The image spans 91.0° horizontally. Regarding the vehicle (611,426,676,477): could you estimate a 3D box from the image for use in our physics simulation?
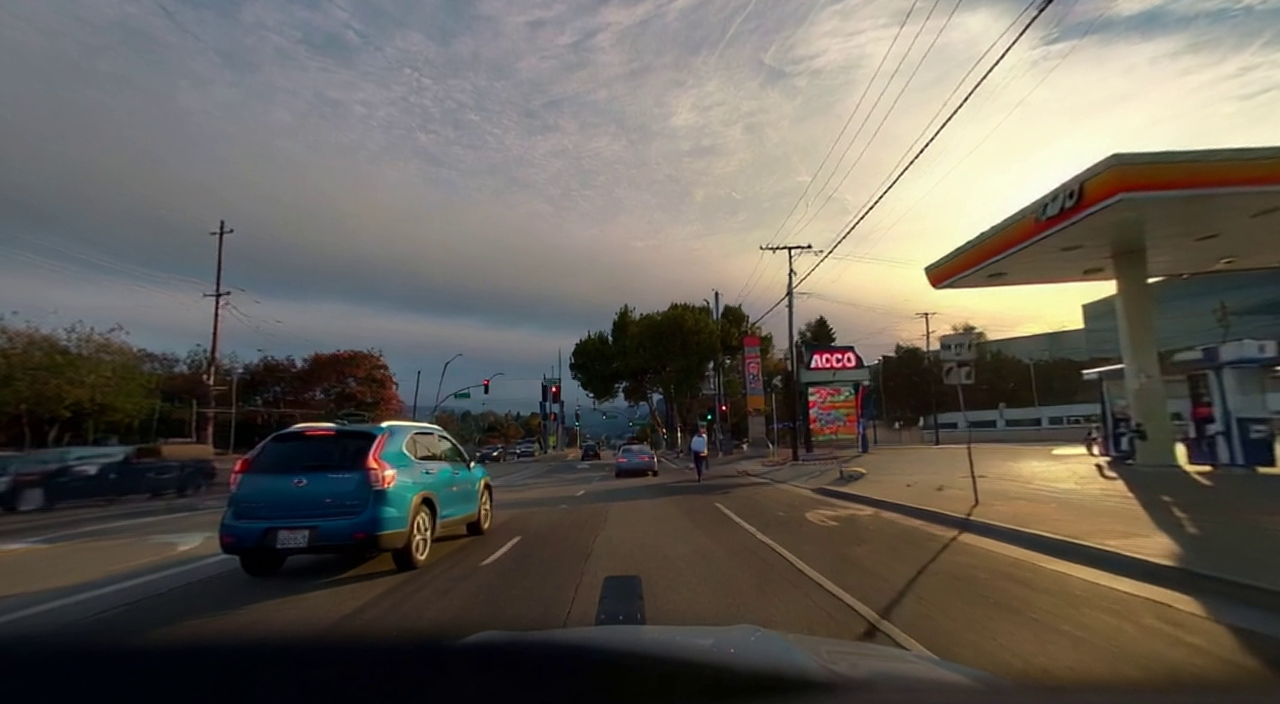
[{"bbox_3d":[0.094,4.320,27.545,2.552,1.999,5.498,0,-8,-1],"label":"vehicle"}]

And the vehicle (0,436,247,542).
[{"bbox_3d":[-9.915,2.545,12.414,1.943,1.643,4.167,-1,-8,-6],"label":"vehicle"}]

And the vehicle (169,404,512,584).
[{"bbox_3d":[-3.424,1.732,8.651,2.247,1.734,4.919,0,-8,1],"label":"vehicle"}]
